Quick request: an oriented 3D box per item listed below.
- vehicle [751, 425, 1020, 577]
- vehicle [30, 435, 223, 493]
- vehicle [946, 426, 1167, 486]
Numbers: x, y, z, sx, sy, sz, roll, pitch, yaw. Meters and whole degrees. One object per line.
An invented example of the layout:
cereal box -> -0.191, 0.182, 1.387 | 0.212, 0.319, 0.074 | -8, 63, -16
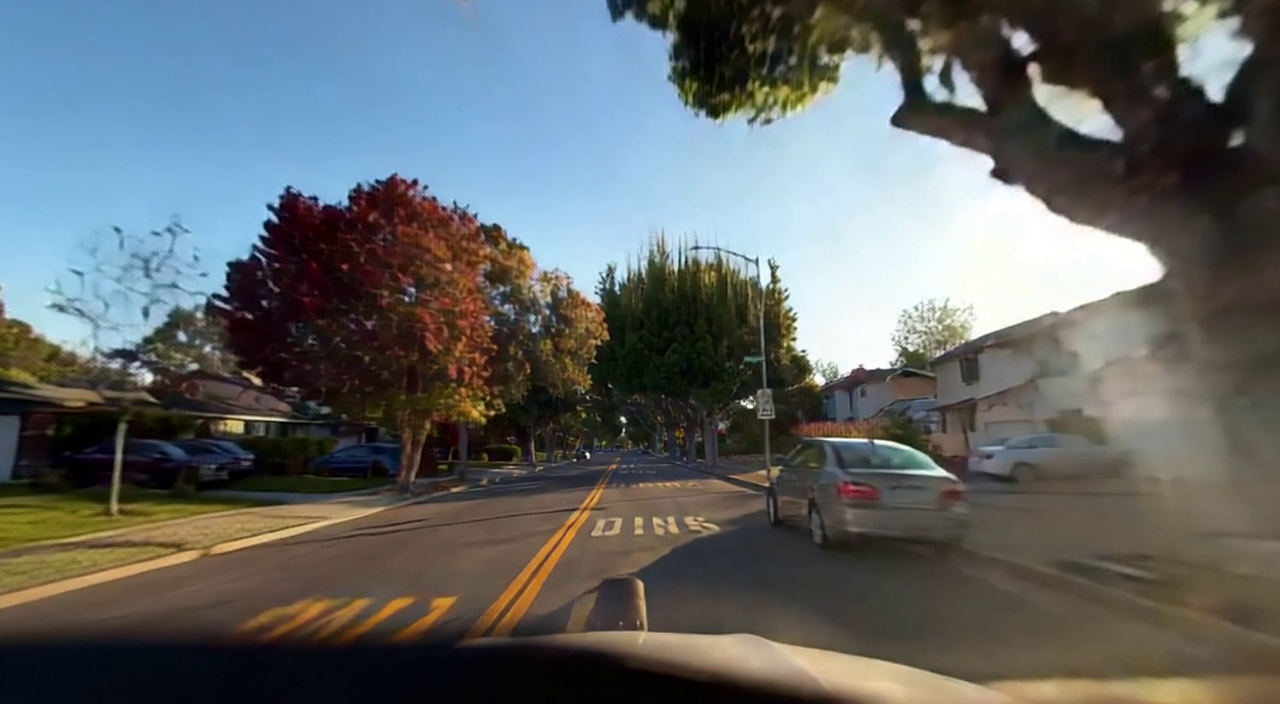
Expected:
vehicle -> 3.071, 1.951, 9.192 | 1.988, 1.618, 4.567 | 0, -8, -1
vehicle -> -16.314, 3.565, 20.284 | 4.331, 1.738, 2.067 | 0, -9, 1
vehicle -> 11.141, 2.809, 17.182 | 4.472, 1.481, 2.143 | 0, -8, 0
